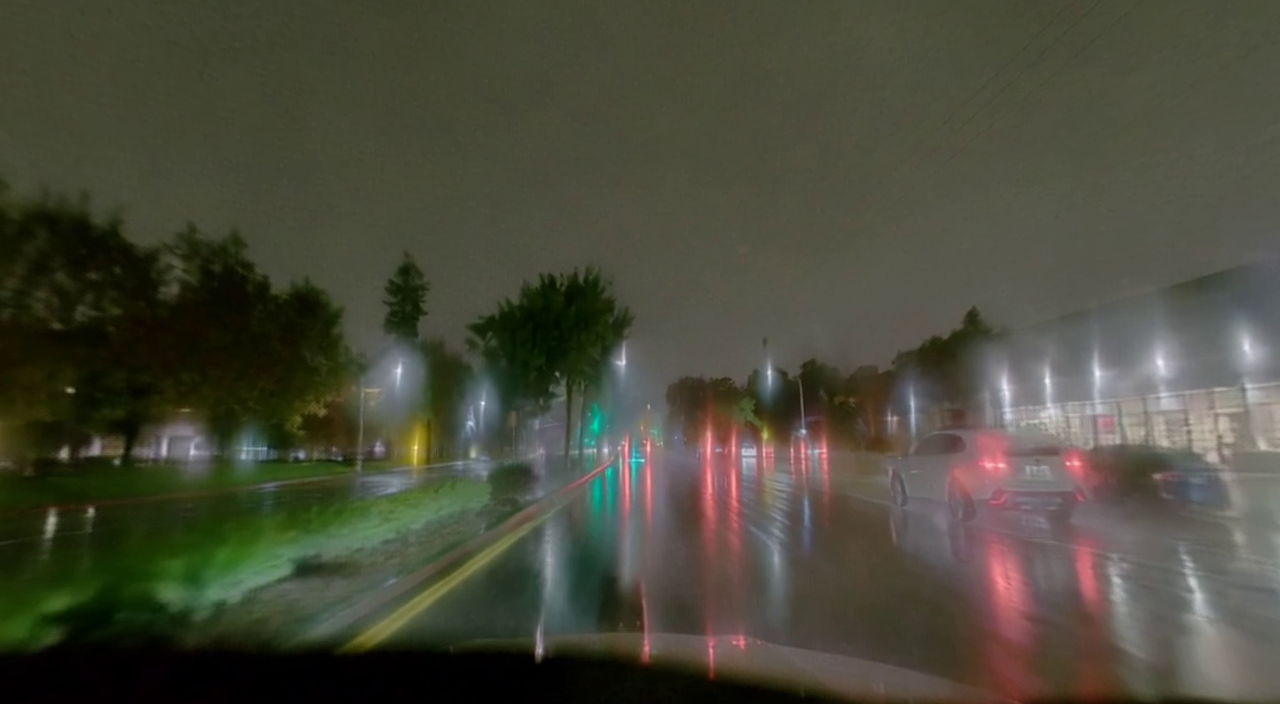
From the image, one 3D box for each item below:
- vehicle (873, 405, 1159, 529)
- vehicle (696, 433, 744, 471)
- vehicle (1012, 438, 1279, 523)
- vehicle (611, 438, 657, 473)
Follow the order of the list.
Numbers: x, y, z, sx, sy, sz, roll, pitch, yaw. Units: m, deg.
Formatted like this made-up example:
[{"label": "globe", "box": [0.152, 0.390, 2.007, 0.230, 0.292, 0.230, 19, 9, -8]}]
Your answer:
[{"label": "vehicle", "box": [6.935, 2.219, 12.767, 2.240, 1.923, 5.678, 0, -8, 0]}, {"label": "vehicle", "box": [4.131, 5.252, 33.256, 1.955, 1.845, 4.538, 0, -8, 1]}, {"label": "vehicle", "box": [10.427, 2.609, 13.511, 1.898, 1.475, 4.860, 0, -8, -1]}, {"label": "vehicle", "box": [-0.266, 4.958, 30.395, 2.037, 1.568, 3.693, 0, -8, 0]}]
